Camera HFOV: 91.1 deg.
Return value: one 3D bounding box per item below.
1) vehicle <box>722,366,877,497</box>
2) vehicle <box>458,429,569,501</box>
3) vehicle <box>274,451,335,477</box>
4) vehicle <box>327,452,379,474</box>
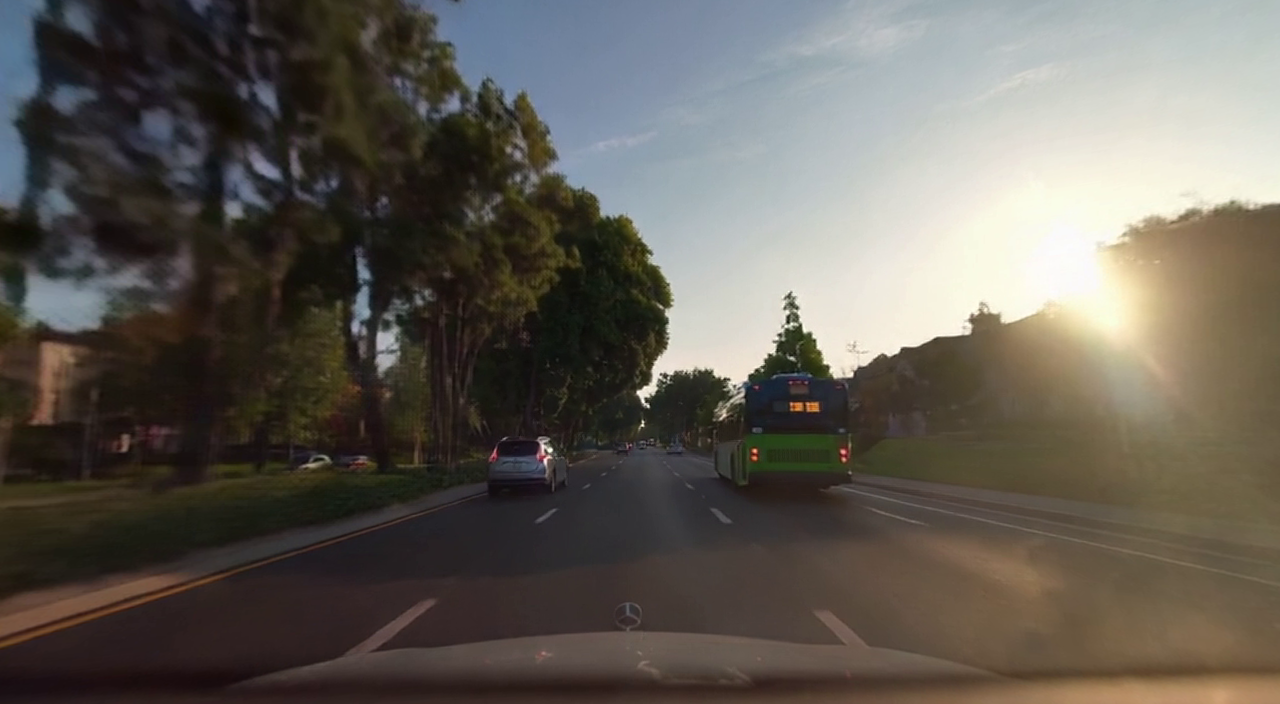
[{"bbox_3d":[4.819,2.910,22.154,3.072,3.278,12.747,-1,-8,4],"label":"vehicle"},{"bbox_3d":[-3.396,3.128,17.764,2.111,1.767,4.333,0,-8,2],"label":"vehicle"},{"bbox_3d":[-22.074,7.372,41.477,1.781,1.553,3.896,0,-8,1],"label":"vehicle"},{"bbox_3d":[-21.973,8.490,48.213,1.797,1.481,4.750,0,-8,-1],"label":"vehicle"}]
